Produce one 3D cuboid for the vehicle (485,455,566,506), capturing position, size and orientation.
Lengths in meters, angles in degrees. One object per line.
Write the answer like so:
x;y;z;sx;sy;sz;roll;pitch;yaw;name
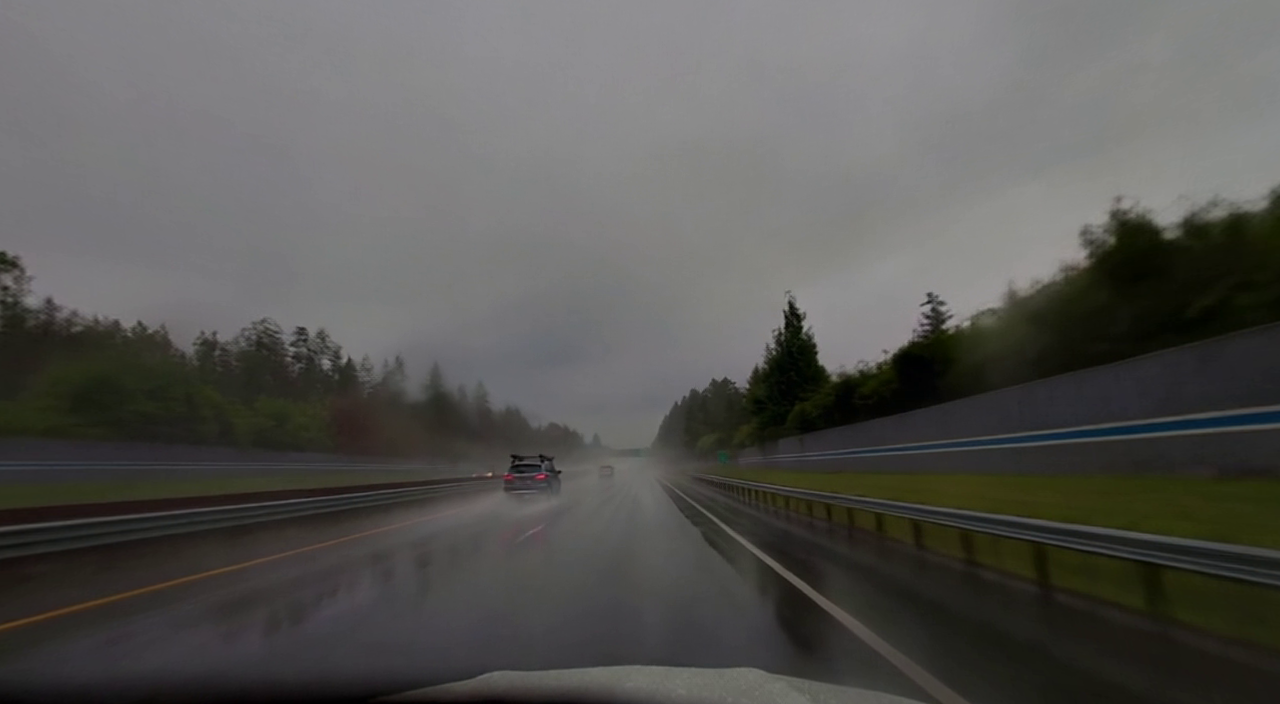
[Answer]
-4.030;4.645;22.985;2.022;1.650;4.331;0;-11;1;vehicle
